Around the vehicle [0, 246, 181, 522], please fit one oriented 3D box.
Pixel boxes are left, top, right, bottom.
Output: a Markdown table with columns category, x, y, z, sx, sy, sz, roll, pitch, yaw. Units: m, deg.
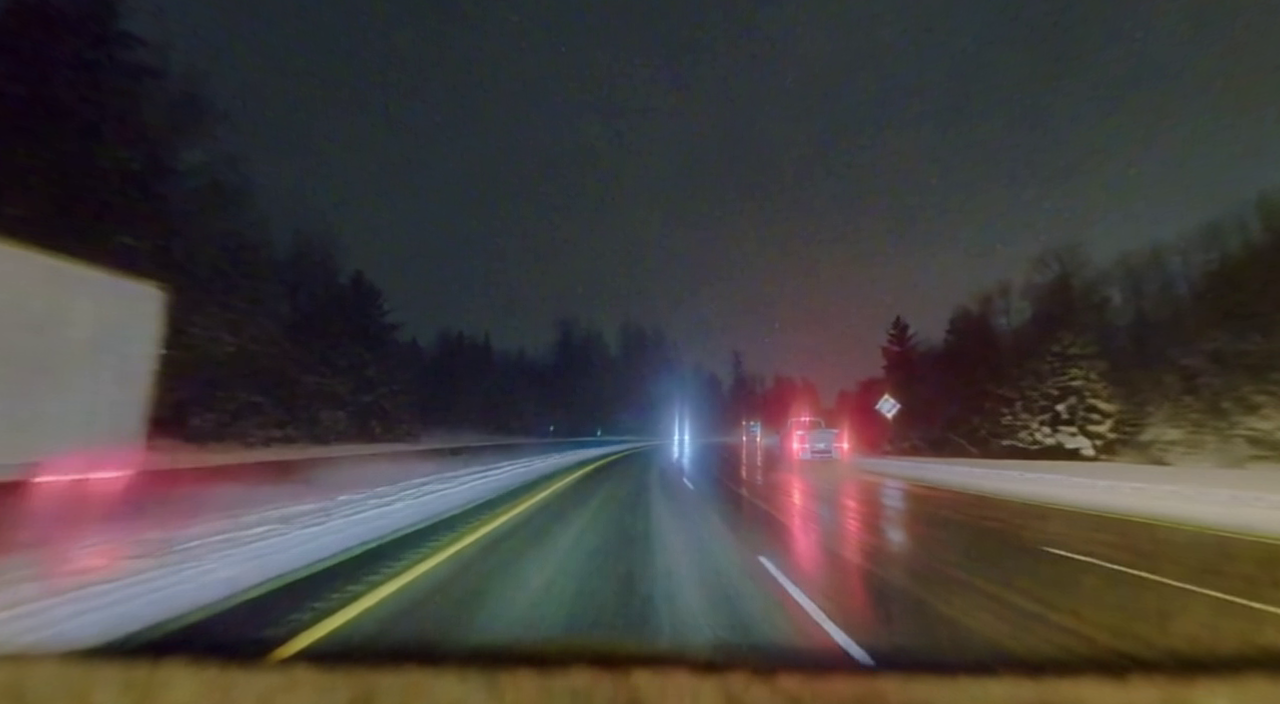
| category | x | y | z | sx | sy | sz | roll | pitch | yaw |
| --- | --- | --- | --- | --- | --- | --- | --- | --- | --- |
| vehicle | -11.364 | -0.148 | 5.288 | 2.882 | 4.213 | 15.918 | 0 | -8 | 1 |
